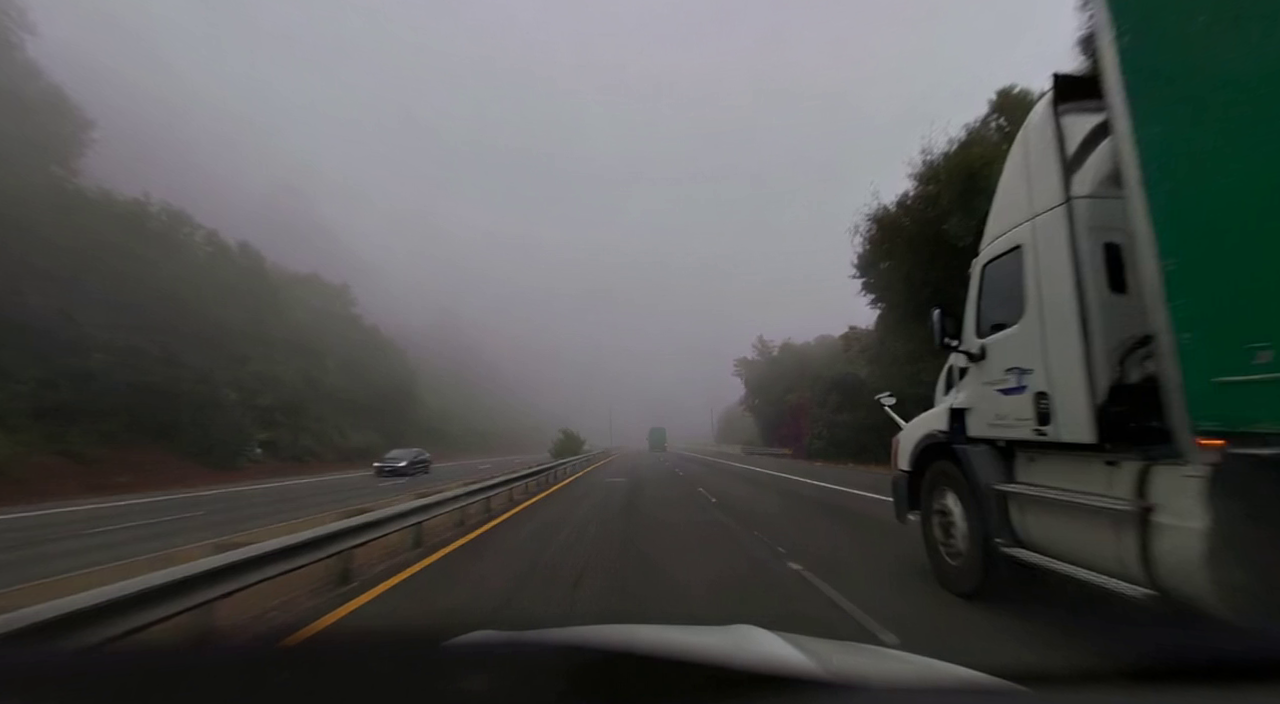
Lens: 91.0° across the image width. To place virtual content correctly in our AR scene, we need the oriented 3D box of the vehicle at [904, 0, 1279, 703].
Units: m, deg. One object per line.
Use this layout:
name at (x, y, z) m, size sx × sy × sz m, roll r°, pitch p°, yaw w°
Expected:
vehicle at (4.142, -0.300, 2.816) m, size 2.981 × 4.058 × 6.276 m, roll 0°, pitch -8°, yaw -1°

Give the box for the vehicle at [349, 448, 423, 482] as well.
vehicle at (-12.462, 5.548, 31.219) m, size 1.943 × 1.482 × 4.376 m, roll 0°, pitch -8°, yaw -1°
